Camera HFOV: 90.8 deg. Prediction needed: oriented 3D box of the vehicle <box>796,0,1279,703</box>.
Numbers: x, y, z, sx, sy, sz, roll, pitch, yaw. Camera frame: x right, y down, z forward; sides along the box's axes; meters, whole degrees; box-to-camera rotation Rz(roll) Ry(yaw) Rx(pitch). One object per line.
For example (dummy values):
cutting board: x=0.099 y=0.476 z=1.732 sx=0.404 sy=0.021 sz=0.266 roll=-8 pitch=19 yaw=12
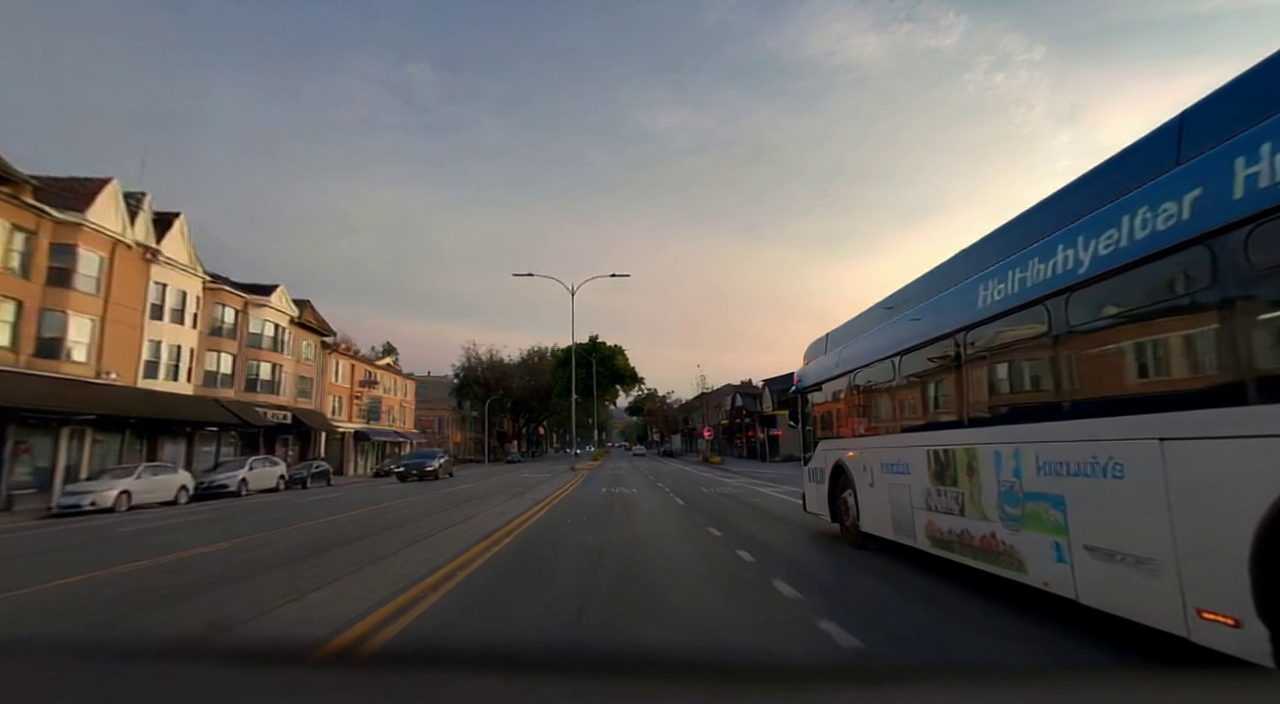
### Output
vehicle: x=4.304 y=0.300 z=4.494 sx=3.194 sy=3.345 sz=12.428 roll=0 pitch=-9 yaw=0

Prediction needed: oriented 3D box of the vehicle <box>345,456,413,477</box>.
vehicle: x=-20.499 y=8.988 z=49.686 sx=4.522 sy=1.469 sz=1.840 roll=0 pitch=-9 yaw=-5

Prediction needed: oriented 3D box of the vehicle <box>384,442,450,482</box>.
vehicle: x=-12.277 y=6.057 z=35.124 sx=2.084 sy=2.027 sz=4.557 roll=0 pitch=-9 yaw=-1

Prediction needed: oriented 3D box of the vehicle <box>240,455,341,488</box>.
vehicle: x=-18.703 y=6.394 z=33.977 sx=4.246 sy=1.612 sz=1.914 roll=1 pitch=-9 yaw=-8

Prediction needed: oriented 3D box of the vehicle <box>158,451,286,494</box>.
vehicle: x=-18.640 y=5.372 z=28.327 sx=4.392 sy=1.800 sz=1.902 roll=-1 pitch=-9 yaw=3

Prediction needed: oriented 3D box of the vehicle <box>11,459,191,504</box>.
vehicle: x=-19.771 y=4.746 z=23.414 sx=4.592 sy=1.474 sz=1.880 roll=2 pitch=-9 yaw=-15
